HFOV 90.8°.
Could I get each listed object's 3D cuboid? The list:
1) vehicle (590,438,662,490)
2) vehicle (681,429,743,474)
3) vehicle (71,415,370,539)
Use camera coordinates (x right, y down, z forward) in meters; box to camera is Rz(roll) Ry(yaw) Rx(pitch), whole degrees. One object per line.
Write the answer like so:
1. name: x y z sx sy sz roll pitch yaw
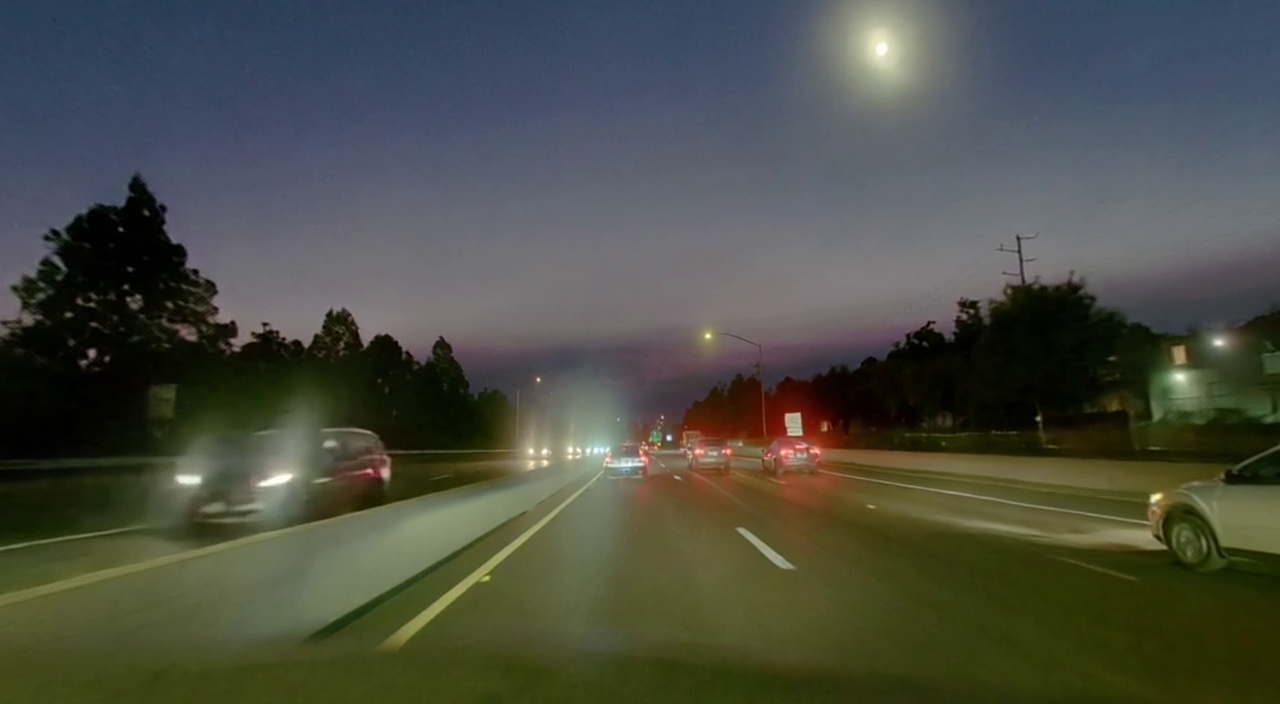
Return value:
1. vehicle: -0.383 3.464 19.826 2.040 1.451 3.736 0 -8 0
2. vehicle: 3.196 4.524 28.875 2.186 1.842 4.553 0 -8 -1
3. vehicle: -7.325 2.226 11.962 2.205 1.832 5.001 0 -8 0
